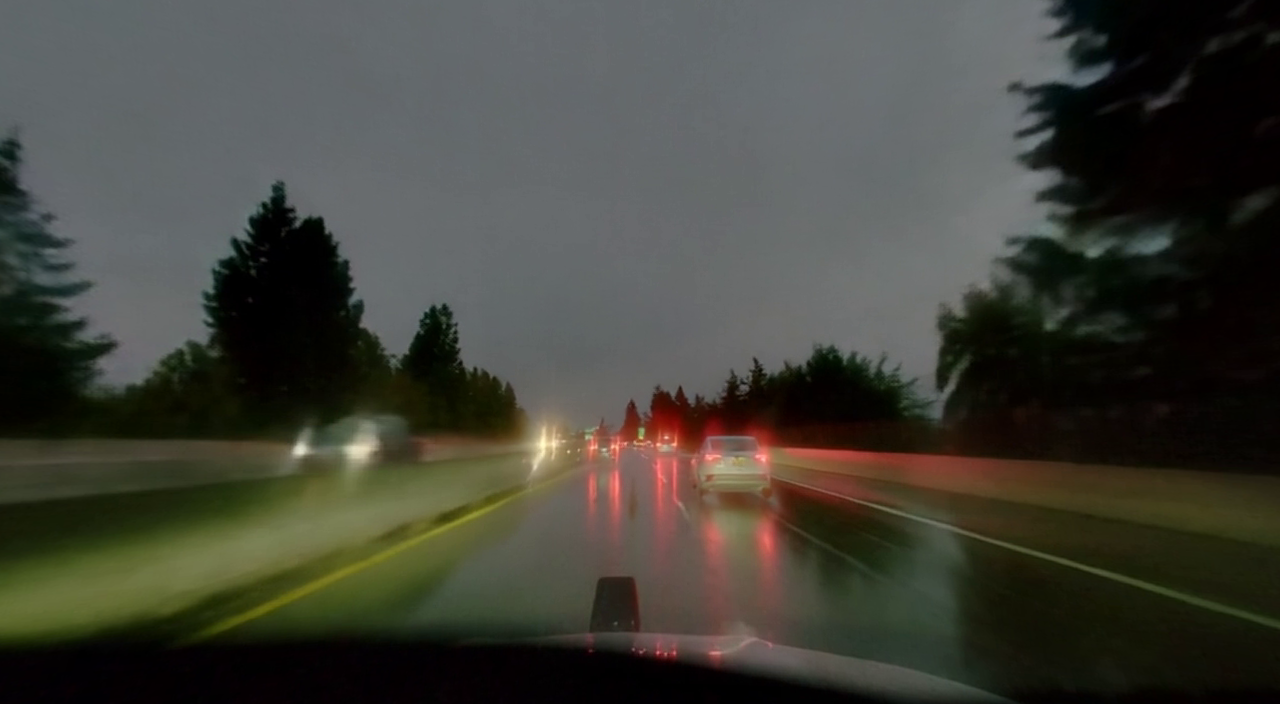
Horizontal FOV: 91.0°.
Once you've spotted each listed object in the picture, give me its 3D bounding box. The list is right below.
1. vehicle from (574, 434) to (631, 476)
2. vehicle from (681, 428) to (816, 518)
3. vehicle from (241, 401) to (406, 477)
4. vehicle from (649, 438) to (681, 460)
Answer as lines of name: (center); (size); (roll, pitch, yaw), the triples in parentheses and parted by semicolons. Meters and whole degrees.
vehicle: (-1.471, 4.266, 26.311); (2.178, 1.559, 4.254); (0, -8, -1)
vehicle: (2.087, 2.503, 13.705); (2.055, 1.566, 5.046); (0, -8, 0)
vehicle: (-8.039, 2.290, 16.517); (2.109, 1.706, 4.082); (0, -8, 1)
vehicle: (1.821, 7.156, 46.650); (2.146, 1.546, 3.796); (0, -8, 0)
